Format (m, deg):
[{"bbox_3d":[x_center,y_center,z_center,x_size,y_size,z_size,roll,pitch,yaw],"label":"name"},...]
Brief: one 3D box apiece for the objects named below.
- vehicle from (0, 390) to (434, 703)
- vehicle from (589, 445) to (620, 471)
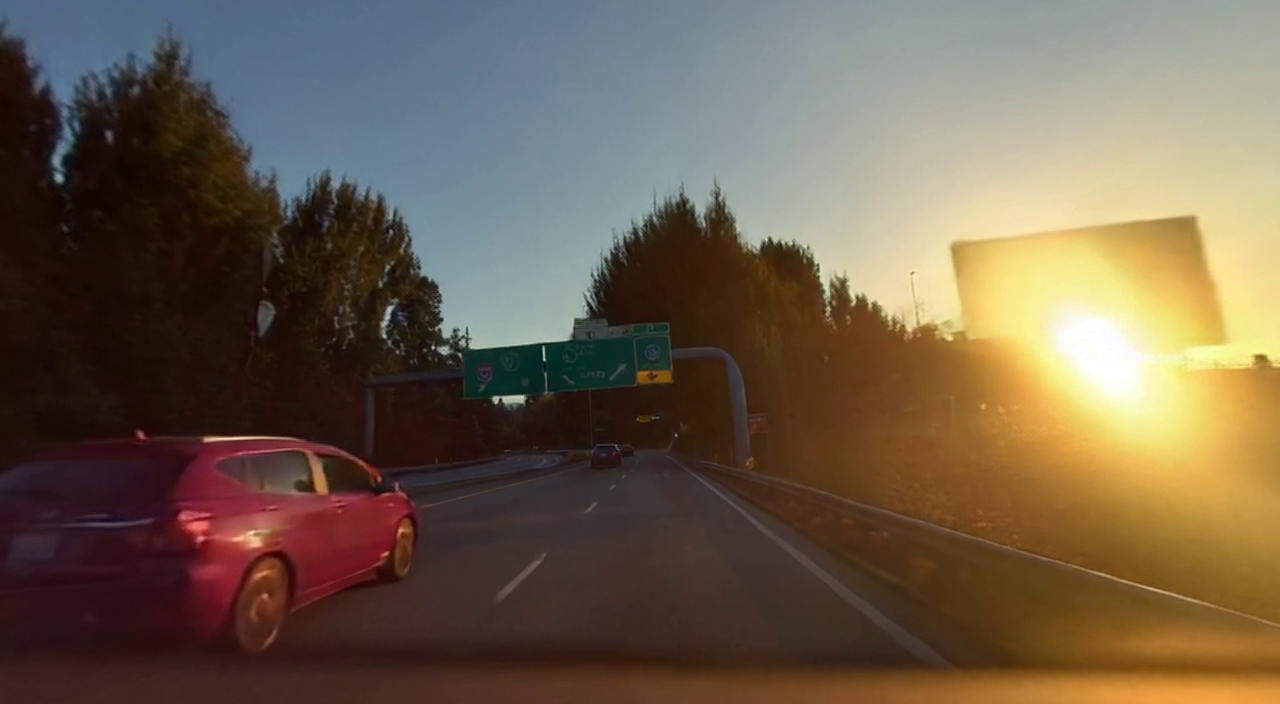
[{"bbox_3d":[-3.059,1.232,4.576,1.846,1.566,3.525,-1,-9,1],"label":"vehicle"},{"bbox_3d":[-2.172,6.618,39.458,1.675,1.537,3.574,-1,-9,1],"label":"vehicle"}]
